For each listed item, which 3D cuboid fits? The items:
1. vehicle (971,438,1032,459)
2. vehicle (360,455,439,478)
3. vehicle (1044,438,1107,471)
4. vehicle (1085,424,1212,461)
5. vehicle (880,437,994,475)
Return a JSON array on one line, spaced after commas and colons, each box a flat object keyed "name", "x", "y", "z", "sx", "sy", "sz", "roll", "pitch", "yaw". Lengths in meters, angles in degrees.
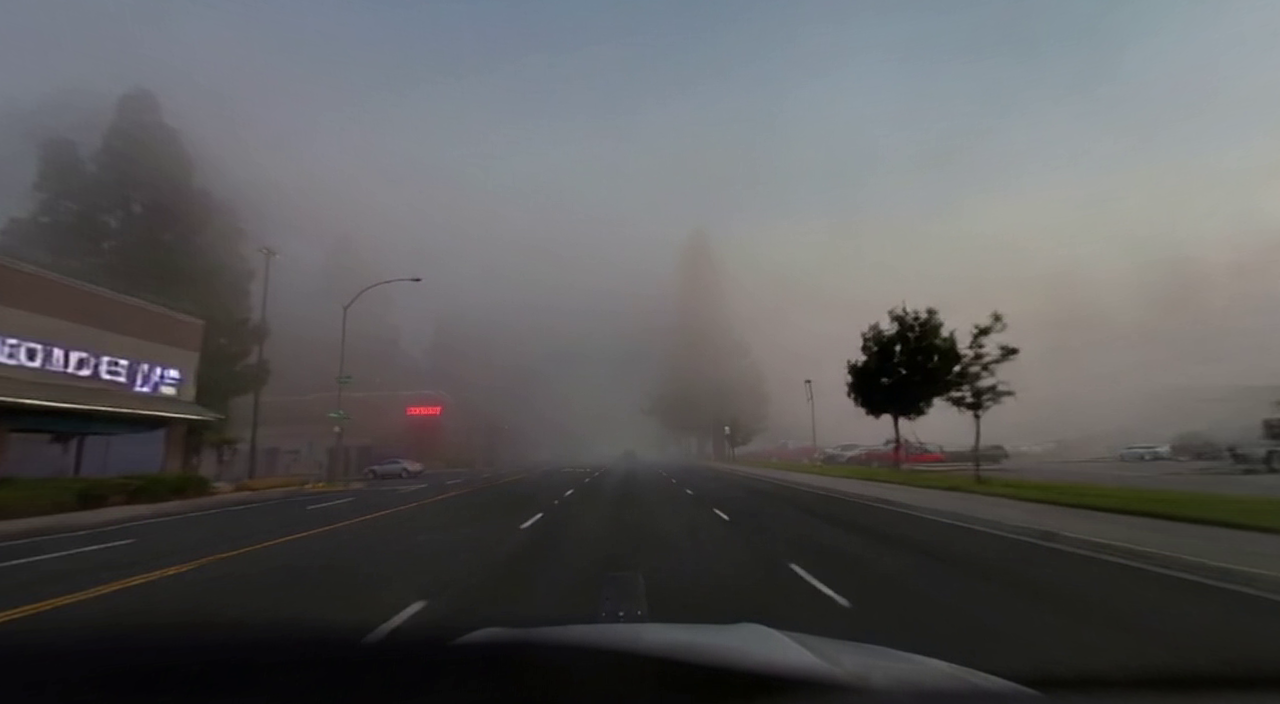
[{"name": "vehicle", "x": 26.554, "y": 7.086, "z": 46.601, "sx": 1.867, "sy": 1.434, "sz": 4.485, "roll": 0, "pitch": -8, "yaw": 0}, {"name": "vehicle", "x": -17.067, "y": 8.158, "z": 45.005, "sx": 4.752, "sy": 1.523, "sz": 2.123, "roll": 0, "pitch": -8, "yaw": -2}, {"name": "vehicle", "x": 21.163, "y": 4.978, "z": 30.869, "sx": 1.901, "sy": 1.461, "sz": 4.482, "roll": -5, "pitch": -9, "yaw": 27}, {"name": "vehicle", "x": 28.190, "y": 5.058, "z": 35.373, "sx": 2.194, "sy": 1.889, "sz": 5.745, "roll": 0, "pitch": -8, "yaw": -1}, {"name": "vehicle", "x": 15.969, "y": 5.618, "z": 34.188, "sx": 4.914, "sy": 1.540, "sz": 2.200, "roll": -6, "pitch": -8, "yaw": 1}]
